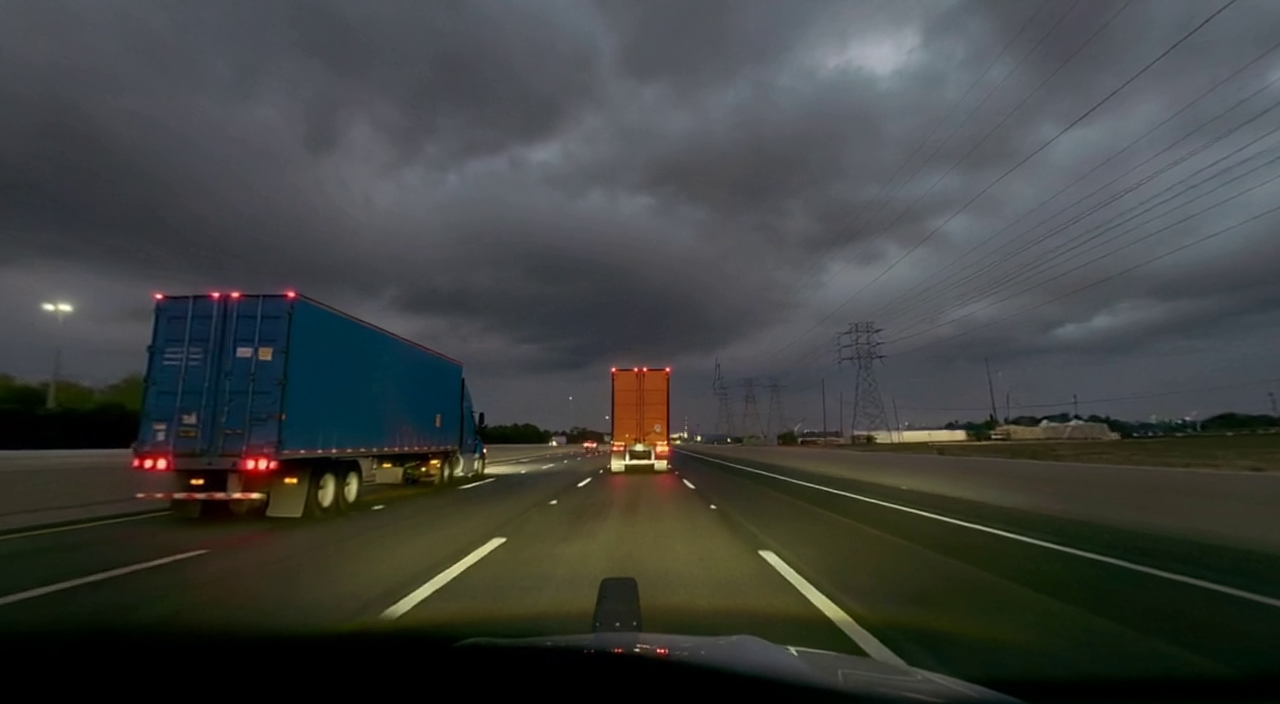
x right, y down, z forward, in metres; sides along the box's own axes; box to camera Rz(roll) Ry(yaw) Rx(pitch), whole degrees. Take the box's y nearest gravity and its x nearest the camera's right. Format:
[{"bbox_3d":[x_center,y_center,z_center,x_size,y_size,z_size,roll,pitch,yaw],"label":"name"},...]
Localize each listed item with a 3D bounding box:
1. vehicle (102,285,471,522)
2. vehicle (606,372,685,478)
[{"bbox_3d":[-7.371,1.620,16.192,2.937,3.981,11.119,-1,-8,0],"label":"vehicle"},{"bbox_3d":[0.120,3.407,28.247,2.858,3.847,10.034,0,-8,-1],"label":"vehicle"}]
